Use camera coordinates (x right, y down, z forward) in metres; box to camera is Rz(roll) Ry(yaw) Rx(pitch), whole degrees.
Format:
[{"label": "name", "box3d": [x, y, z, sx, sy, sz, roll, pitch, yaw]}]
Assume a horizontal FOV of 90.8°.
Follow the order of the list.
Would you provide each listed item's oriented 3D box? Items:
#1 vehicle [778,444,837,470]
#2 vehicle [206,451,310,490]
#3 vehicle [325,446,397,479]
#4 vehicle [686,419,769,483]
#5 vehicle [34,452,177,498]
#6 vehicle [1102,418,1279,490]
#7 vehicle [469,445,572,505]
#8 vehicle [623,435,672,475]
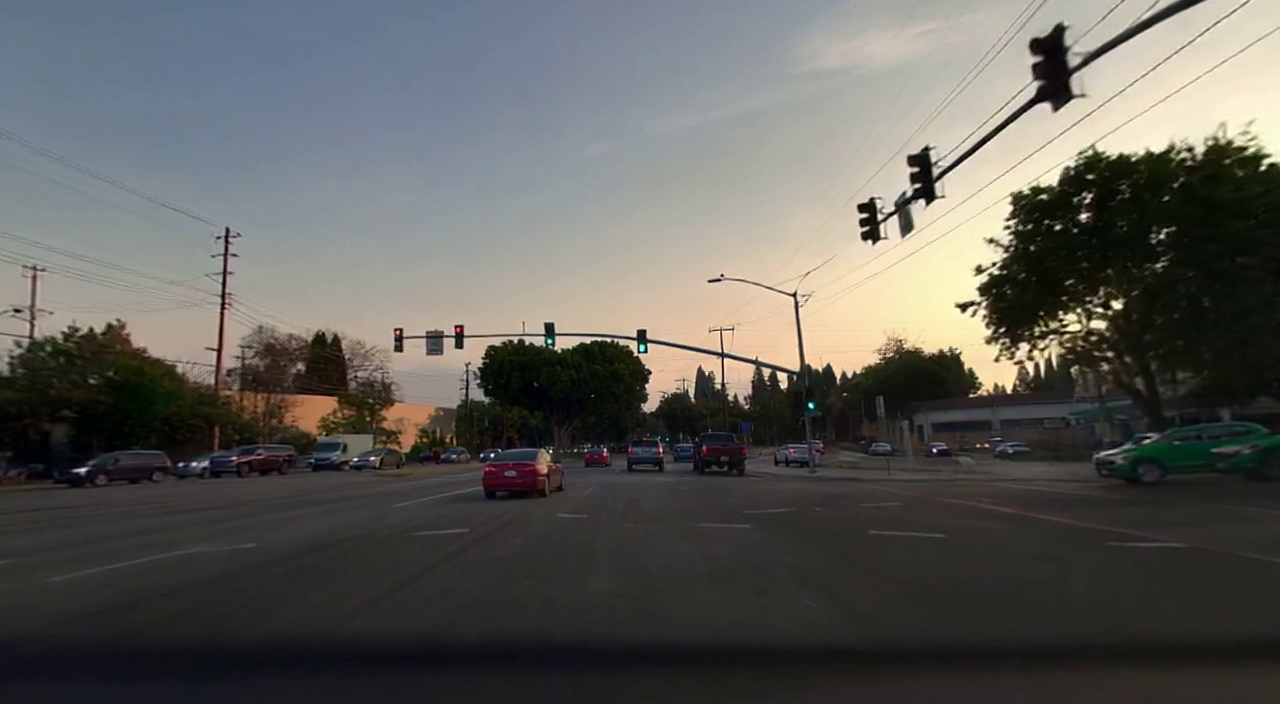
[{"label": "vehicle", "box3d": [11.312, 7.151, 43.067, 2.010, 1.633, 4.246, 2, -9, -14]}, {"label": "vehicle", "box3d": [-17.950, 5.545, 30.009, 1.958, 1.683, 4.559, -1, -9, 2]}, {"label": "vehicle", "box3d": [-17.364, 6.863, 39.676, 2.000, 1.894, 5.301, -1, -9, 1]}, {"label": "vehicle", "box3d": [3.908, 4.646, 29.871, 2.905, 2.636, 6.895, 0, -9, 0]}, {"label": "vehicle", "box3d": [-24.435, 5.618, 29.208, 2.224, 1.759, 4.994, -4, -9, 0]}, {"label": "vehicle", "box3d": [15.469, 2.738, 16.979, 4.681, 1.756, 2.109, 2, -9, -9]}, {"label": "vehicle", "box3d": [-3.256, 3.442, 18.191, 1.939, 1.494, 4.499, -1, -9, 2]}, {"label": "vehicle", "box3d": [0.507, 6.021, 37.091, 2.643, 2.145, 5.585, -1, -9, 2]}]
